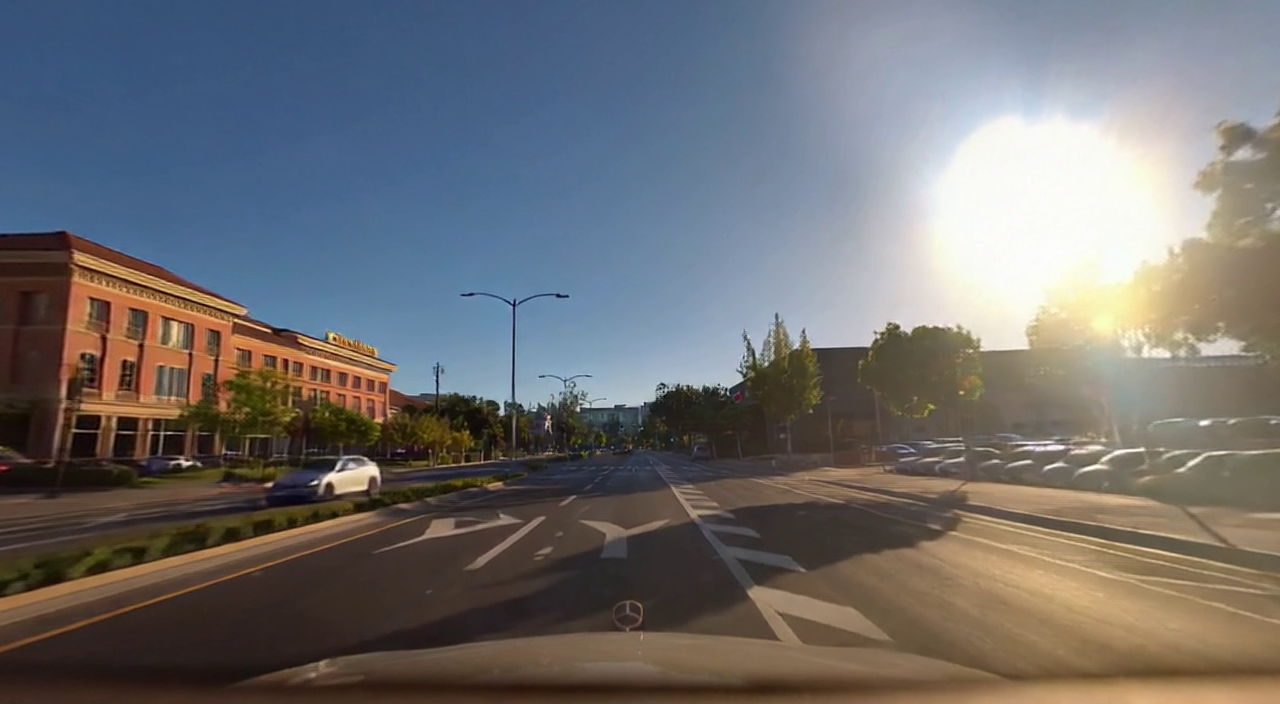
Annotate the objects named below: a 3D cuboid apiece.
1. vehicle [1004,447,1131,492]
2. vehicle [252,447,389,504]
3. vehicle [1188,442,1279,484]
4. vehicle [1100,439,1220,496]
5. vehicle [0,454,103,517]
[{"bbox_3d":[16.565,4.479,24.317,4.313,1.584,2.282,5,-10,-29],"label":"vehicle"},{"bbox_3d":[-9.359,3.614,18.879,1.880,1.461,4.446,0,-9,-2],"label":"vehicle"},{"bbox_3d":[27.303,4.835,27.500,4.478,1.746,2.159,0,-9,-1],"label":"vehicle"},{"bbox_3d":[18.588,4.064,22.424,3.754,1.844,2.002,5,-10,-31],"label":"vehicle"},{"bbox_3d":[-20.072,4.161,19.766,2.218,1.788,4.604,0,-9,0],"label":"vehicle"}]
